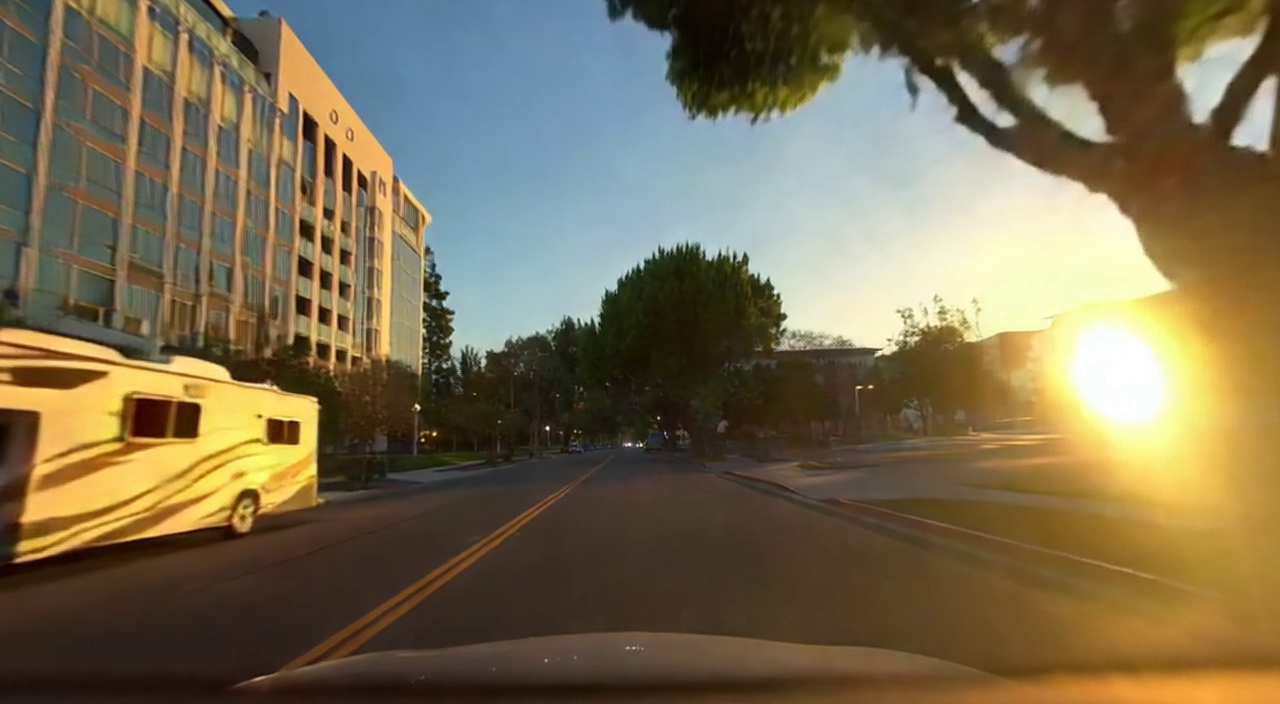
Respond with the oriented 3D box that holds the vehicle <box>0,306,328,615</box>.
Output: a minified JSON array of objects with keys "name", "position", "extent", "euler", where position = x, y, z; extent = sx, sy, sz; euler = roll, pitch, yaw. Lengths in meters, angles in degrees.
[{"name":"vehicle","position":[-7.435,1.274,7.963],"extent":[3.108,2.771,7.999],"euler":[1,-8,-2]}]
